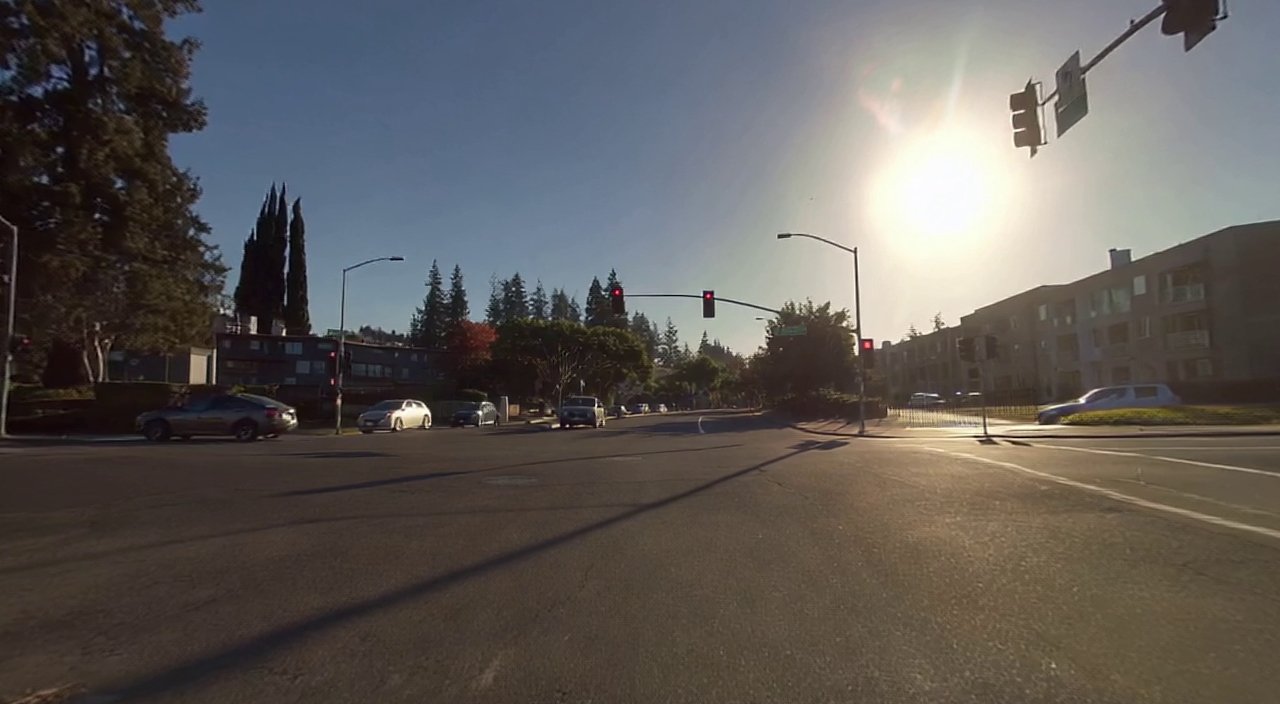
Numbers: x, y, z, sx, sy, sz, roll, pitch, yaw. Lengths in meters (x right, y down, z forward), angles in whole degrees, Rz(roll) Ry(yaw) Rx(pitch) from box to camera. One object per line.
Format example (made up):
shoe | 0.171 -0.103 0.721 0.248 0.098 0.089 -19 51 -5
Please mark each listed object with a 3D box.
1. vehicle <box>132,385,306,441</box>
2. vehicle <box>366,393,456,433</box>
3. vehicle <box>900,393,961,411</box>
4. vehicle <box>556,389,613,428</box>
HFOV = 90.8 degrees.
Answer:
vehicle | -13.942 2.079 21.107 4.445 1.723 2.007 -1 -8 4
vehicle | -12.138 3.351 33.929 2.340 1.902 4.920 -2 -9 9
vehicle | 22.607 3.943 49.274 3.933 1.219 1.700 1 -8 4
vehicle | -2.975 3.222 35.147 2.306 1.907 5.382 -1 -8 5
